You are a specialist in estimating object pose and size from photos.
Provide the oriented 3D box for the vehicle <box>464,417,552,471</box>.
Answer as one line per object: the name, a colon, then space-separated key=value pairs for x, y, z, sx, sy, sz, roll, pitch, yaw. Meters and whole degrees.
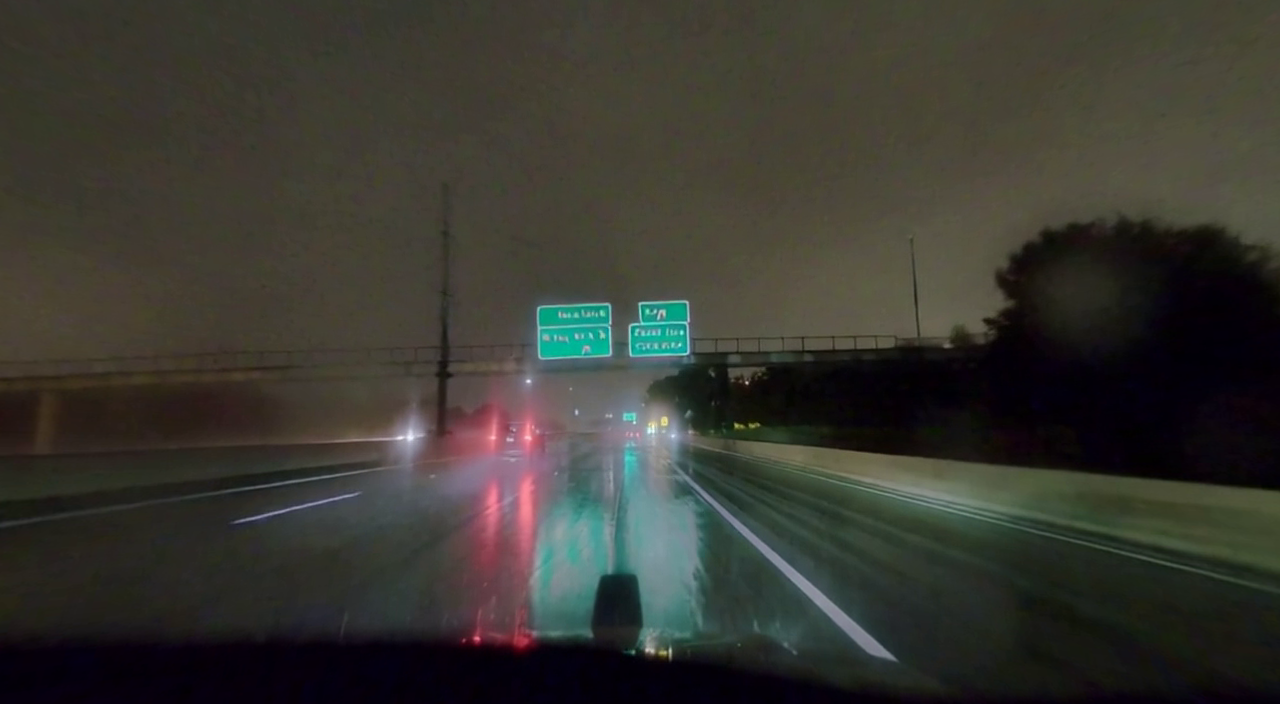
vehicle: x=-4.591 y=3.278 z=22.680 sx=2.153 sy=1.730 sz=4.772 roll=0 pitch=-8 yaw=0
